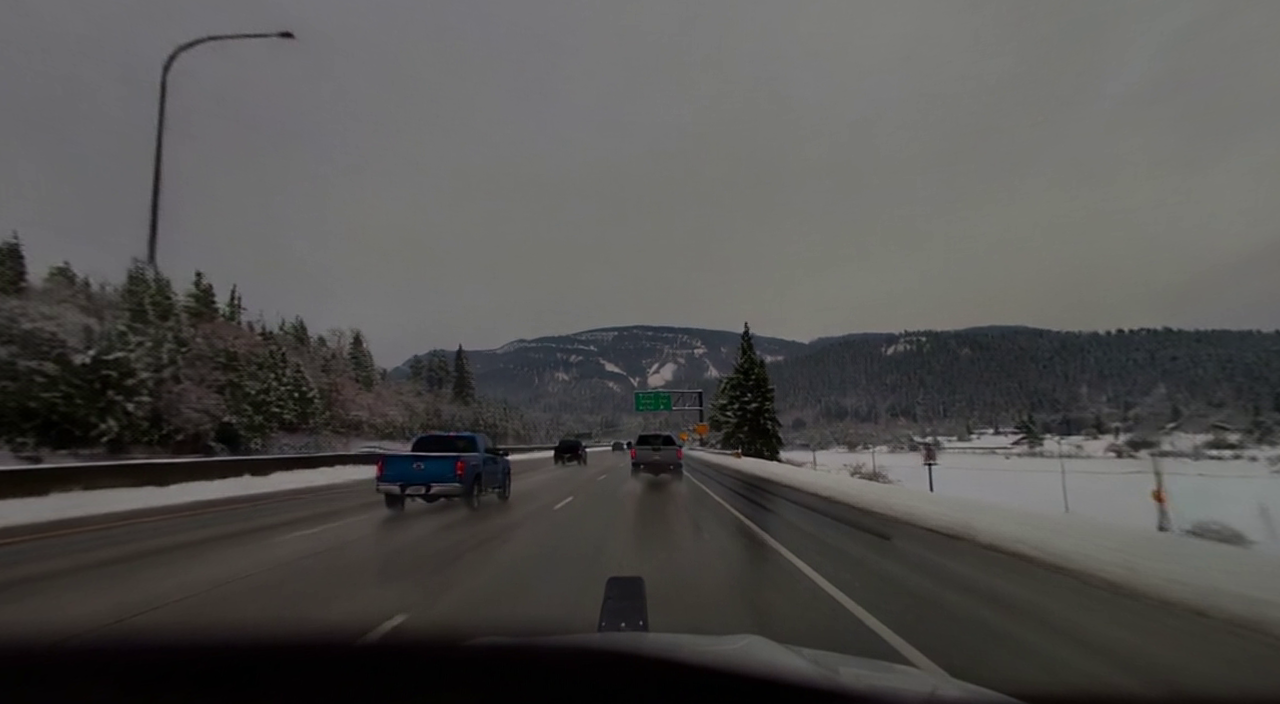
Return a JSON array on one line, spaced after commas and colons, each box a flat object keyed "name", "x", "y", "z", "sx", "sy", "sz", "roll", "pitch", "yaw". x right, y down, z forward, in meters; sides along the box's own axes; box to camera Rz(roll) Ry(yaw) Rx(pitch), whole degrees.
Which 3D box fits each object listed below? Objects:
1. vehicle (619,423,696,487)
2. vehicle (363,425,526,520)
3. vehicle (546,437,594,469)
[{"name": "vehicle", "x": 0.553, "y": 3.405, "z": 21.070, "sx": 2.229, "sy": 1.837, "sz": 5.387, "roll": -1, "pitch": -8, "yaw": 1}, {"name": "vehicle", "x": -3.725, "y": 2.370, "z": 12.886, "sx": 1.959, "sy": 1.604, "sz": 4.065, "roll": 0, "pitch": -8, "yaw": 1}, {"name": "vehicle", "x": -3.778, "y": 5.529, "z": 34.757, "sx": 2.106, "sy": 1.651, "sz": 4.040, "roll": -1, "pitch": -8, "yaw": 1}]
